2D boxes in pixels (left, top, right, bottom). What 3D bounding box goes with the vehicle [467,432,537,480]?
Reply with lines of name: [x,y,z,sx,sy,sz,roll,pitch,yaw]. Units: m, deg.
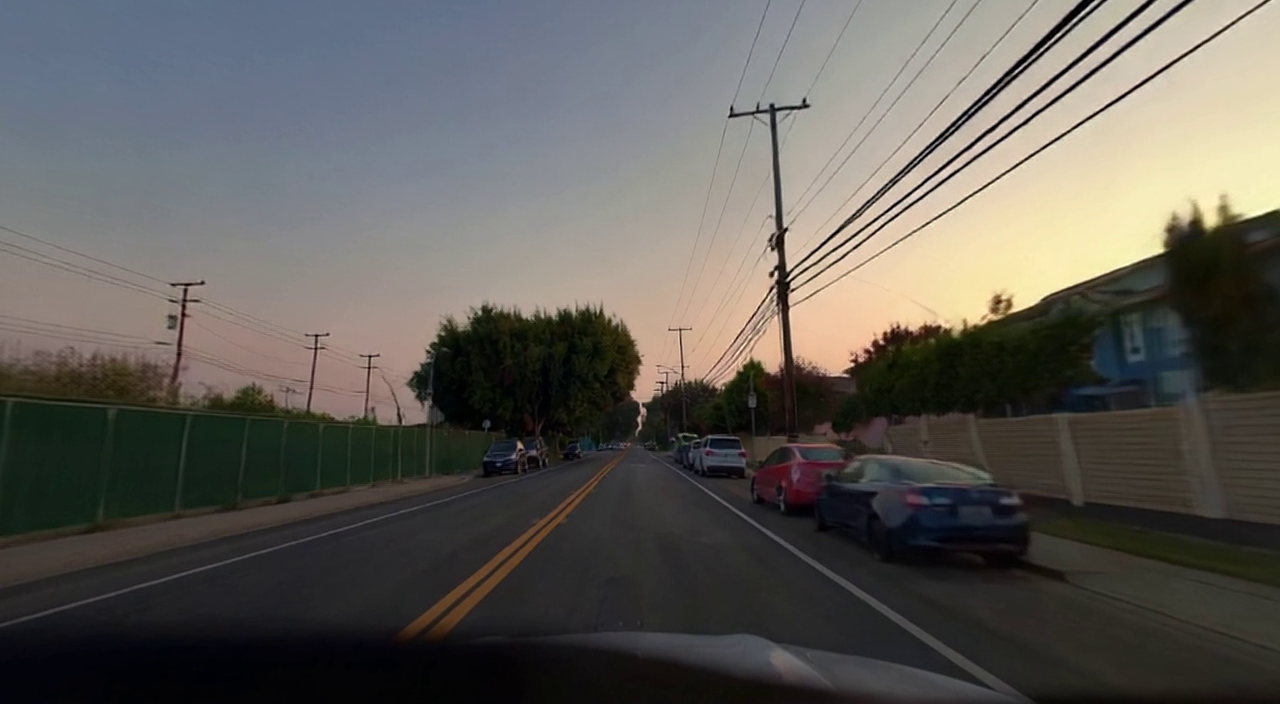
vehicle: [-6.723,5.103,31.431,2.268,2.154,5.321,0,-8,0]

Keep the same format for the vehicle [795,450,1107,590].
vehicle: [3.580,1.977,8.319,1.984,1.342,4.066,0,-9,-1]

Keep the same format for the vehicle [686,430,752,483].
vehicle: [3.255,4.462,27.271,2.053,2.005,5.495,0,-9,-1]
